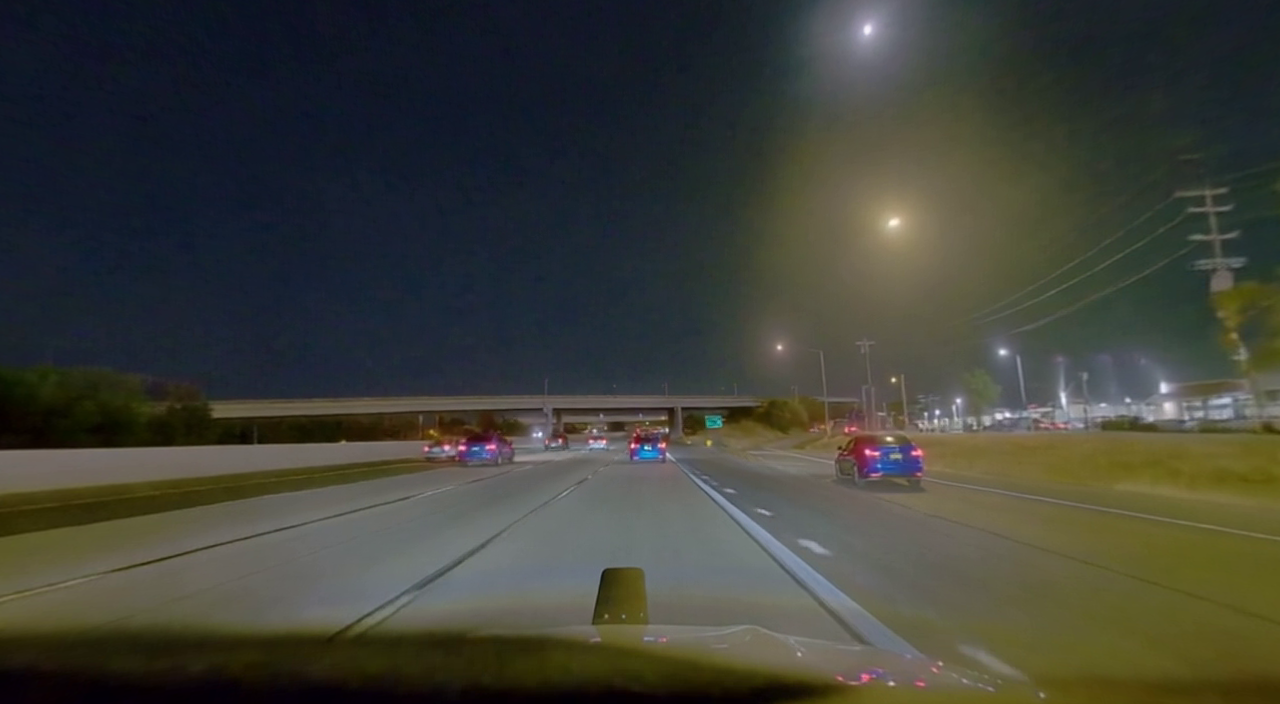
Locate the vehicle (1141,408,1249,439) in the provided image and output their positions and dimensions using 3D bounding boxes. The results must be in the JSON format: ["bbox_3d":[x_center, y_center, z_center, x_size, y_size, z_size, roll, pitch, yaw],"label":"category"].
[{"bbox_3d":[29.517,3.894,33.776,1.842,1.460,4.810,-1,-9,7],"label":"vehicle"}]

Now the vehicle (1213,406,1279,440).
[{"bbox_3d":[28.753,3.241,28.478,1.797,1.435,4.566,-1,-9,6],"label":"vehicle"}]

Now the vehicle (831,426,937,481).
[{"bbox_3d":[8.172,3.454,21.644,2.095,1.674,4.530,-1,-9,4],"label":"vehicle"}]

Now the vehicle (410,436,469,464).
[{"bbox_3d":[-11.514,5.676,36.555,1.858,1.491,4.734,0,-9,0],"label":"vehicle"}]

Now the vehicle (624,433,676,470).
[{"bbox_3d":[0.394,4.423,28.037,2.145,1.493,4.146,0,-9,0],"label":"vehicle"}]

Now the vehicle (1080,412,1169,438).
[{"bbox_3d":[30.090,4.618,39.367,1.926,1.468,5.111,-1,-9,6],"label":"vehicle"}]

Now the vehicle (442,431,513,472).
[{"bbox_3d":[-7.281,4.506,28.705,2.067,1.682,4.388,0,-9,0],"label":"vehicle"}]
